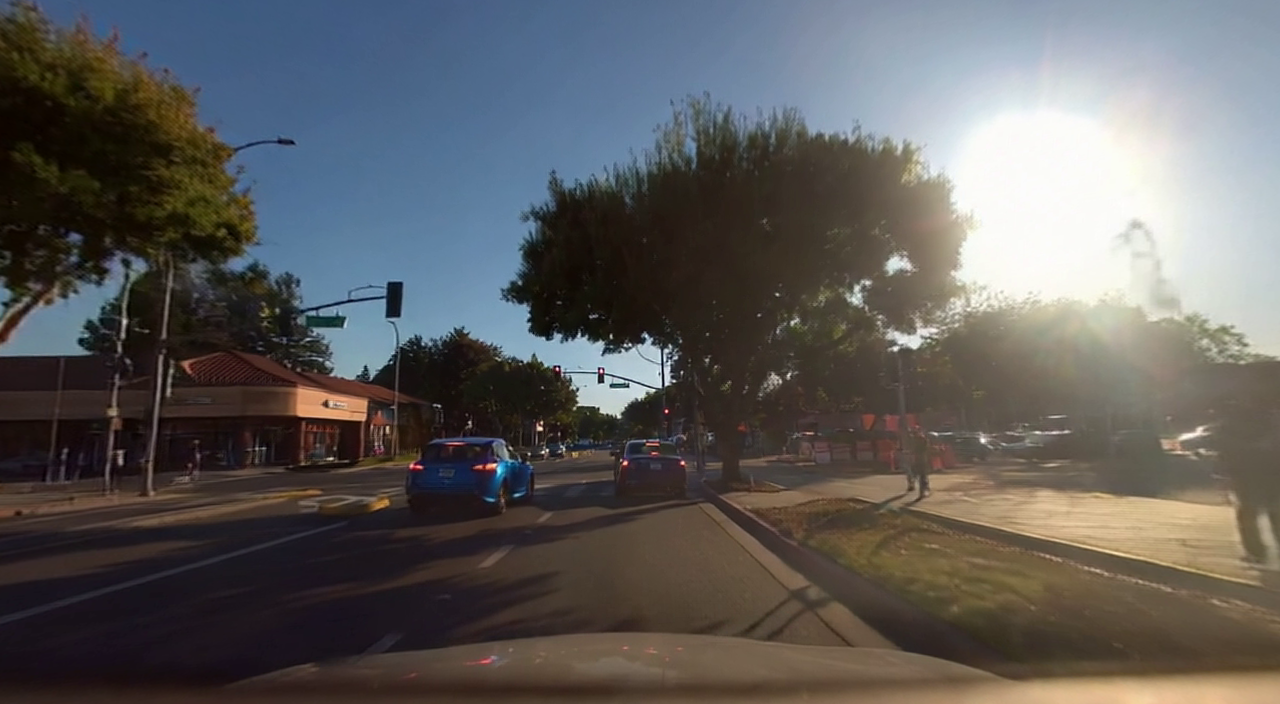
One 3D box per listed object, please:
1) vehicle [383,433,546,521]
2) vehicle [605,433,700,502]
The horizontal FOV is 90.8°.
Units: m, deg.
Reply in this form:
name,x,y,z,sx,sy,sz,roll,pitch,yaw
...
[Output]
name,x,y,z,sx,sy,sz,roll,pitch,yaw
vehicle,-3.296,2.437,12.918,2.032,1.467,4.411,0,-8,0
vehicle,0.254,2.807,15.748,2.059,1.456,4.047,0,-8,0
